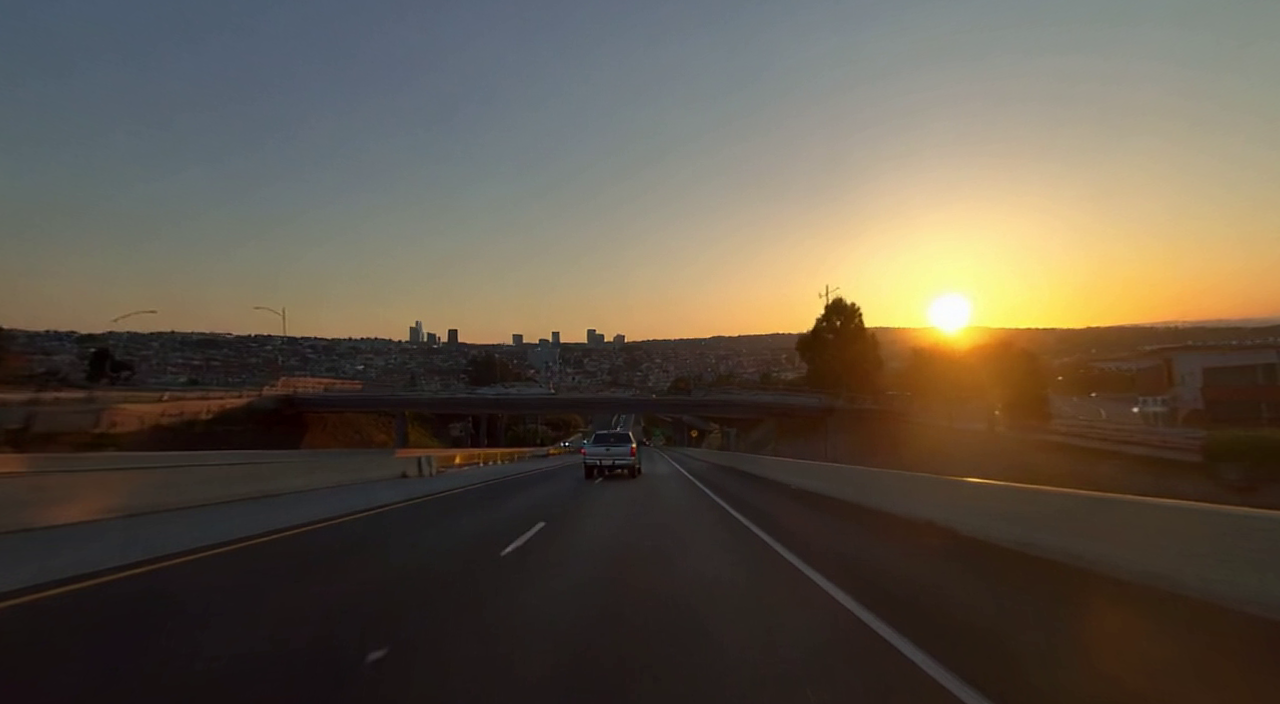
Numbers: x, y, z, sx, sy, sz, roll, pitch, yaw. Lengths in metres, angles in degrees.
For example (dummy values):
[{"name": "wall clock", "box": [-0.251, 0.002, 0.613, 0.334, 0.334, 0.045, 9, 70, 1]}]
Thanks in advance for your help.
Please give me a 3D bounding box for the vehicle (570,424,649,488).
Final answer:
[{"name": "vehicle", "box": [-0.908, 3.633, 22.362, 2.350, 1.932, 5.562, -1, -8, 2]}]
